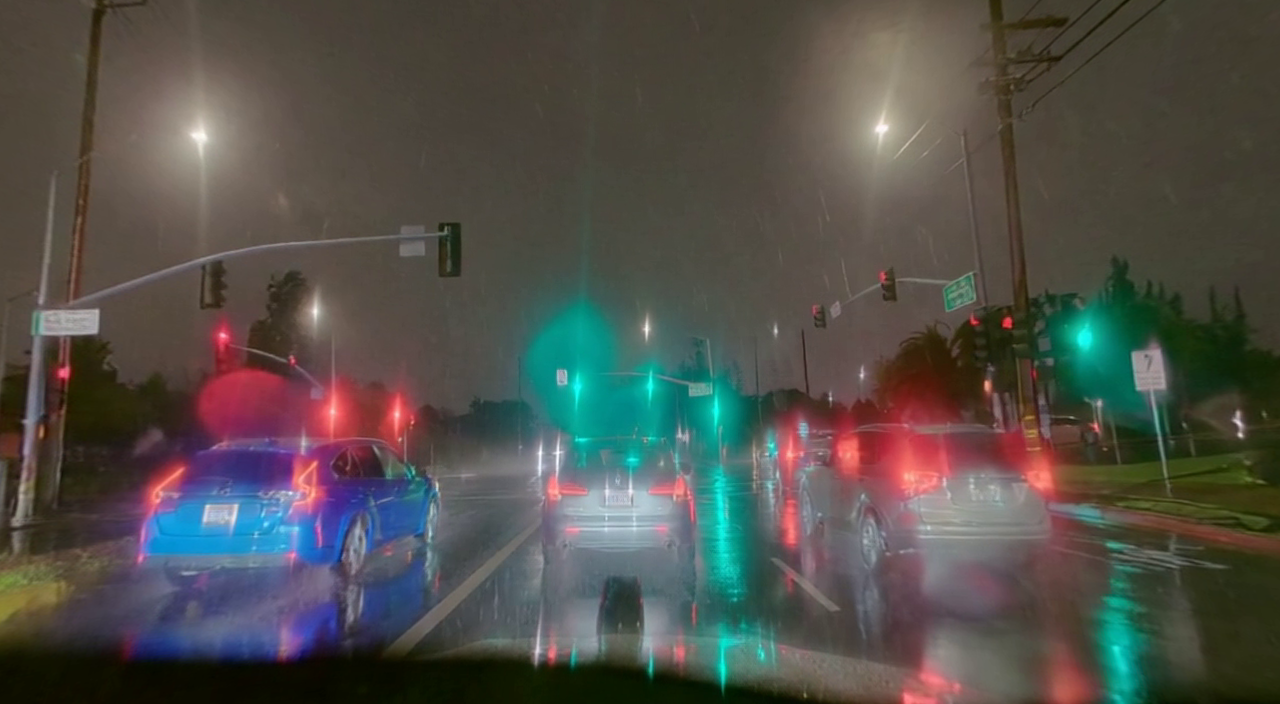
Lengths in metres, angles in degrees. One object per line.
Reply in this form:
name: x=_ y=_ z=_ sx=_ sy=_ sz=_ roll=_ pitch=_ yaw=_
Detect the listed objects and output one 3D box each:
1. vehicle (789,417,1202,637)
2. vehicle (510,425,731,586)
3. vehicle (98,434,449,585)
vehicle: x=2.908 y=1.483 z=6.279 sx=1.860 sy=1.494 sz=3.707 roll=0 pitch=-8 yaw=-1
vehicle: x=-0.216 y=1.752 z=8.082 sx=2.061 sy=1.485 sz=4.196 roll=0 pitch=-8 yaw=-1
vehicle: x=-4.354 y=1.907 z=8.573 sx=2.106 sy=1.492 sz=4.312 roll=0 pitch=-8 yaw=1
